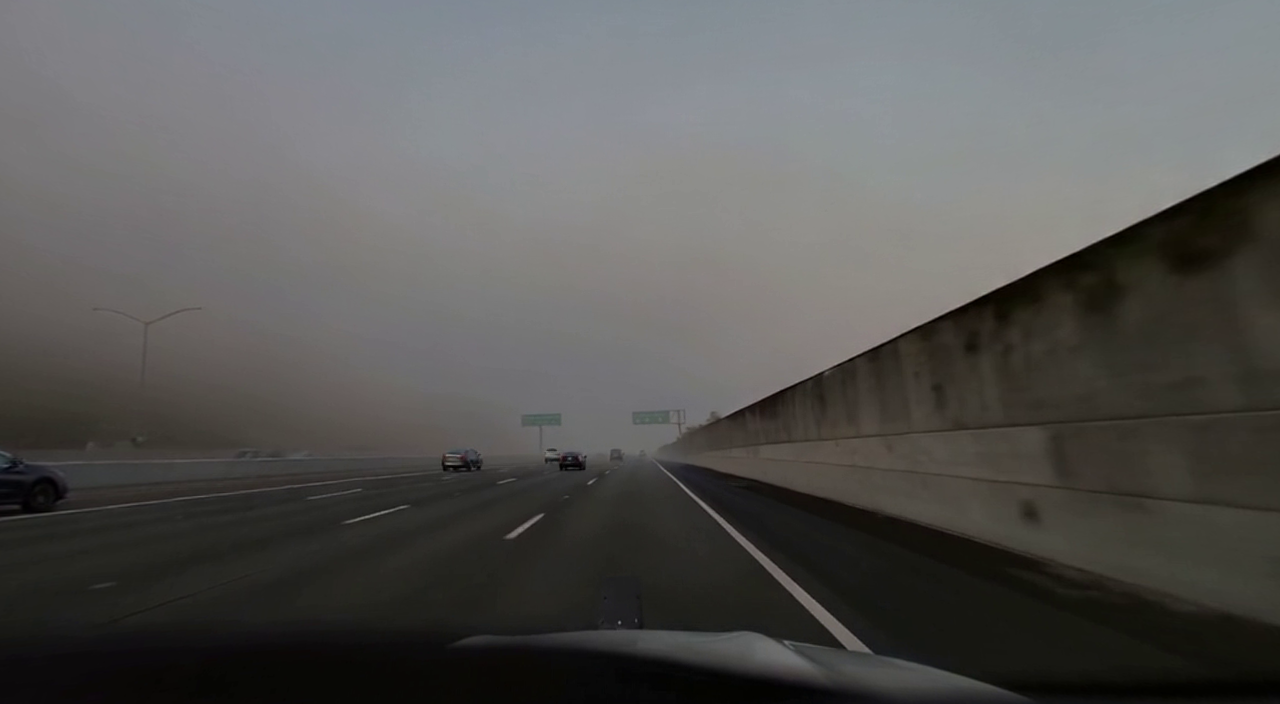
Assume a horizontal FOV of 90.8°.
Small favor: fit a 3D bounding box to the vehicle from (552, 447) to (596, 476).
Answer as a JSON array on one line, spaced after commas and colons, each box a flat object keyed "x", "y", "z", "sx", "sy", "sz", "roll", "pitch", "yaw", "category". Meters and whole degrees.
[{"x": -3.602, "y": 6.063, "z": 35.259, "sx": 1.931, "sy": 1.492, "sz": 4.076, "roll": 0, "pitch": -9, "yaw": 1, "category": "vehicle"}]

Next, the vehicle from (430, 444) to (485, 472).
[{"x": -12.190, "y": 7.086, "z": 42.468, "sx": 2.076, "sy": 1.766, "sz": 4.831, "roll": 0, "pitch": -9, "yaw": 2, "category": "vehicle"}]
